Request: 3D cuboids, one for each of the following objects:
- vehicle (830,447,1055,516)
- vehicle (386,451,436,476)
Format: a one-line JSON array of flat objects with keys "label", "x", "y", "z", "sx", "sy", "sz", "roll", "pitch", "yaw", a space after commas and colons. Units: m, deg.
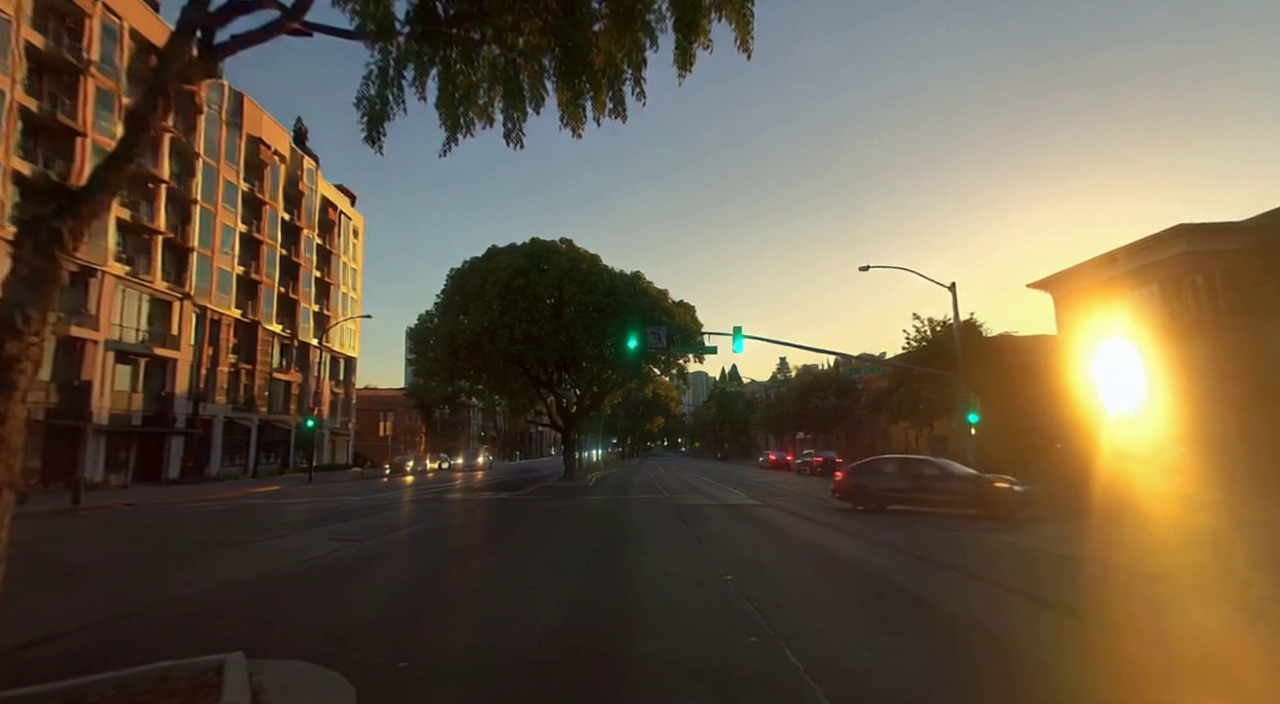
[{"label": "vehicle", "x": 7.472, "y": 3.161, "z": 15.979, "sx": 4.683, "sy": 1.460, "sz": 1.933, "roll": -8, "pitch": -12, "yaw": 43}, {"label": "vehicle", "x": -16.579, "y": 8.064, "z": 45.891, "sx": 2.075, "sy": 1.708, "sz": 4.335, "roll": 0, "pitch": -9, "yaw": -1}]
